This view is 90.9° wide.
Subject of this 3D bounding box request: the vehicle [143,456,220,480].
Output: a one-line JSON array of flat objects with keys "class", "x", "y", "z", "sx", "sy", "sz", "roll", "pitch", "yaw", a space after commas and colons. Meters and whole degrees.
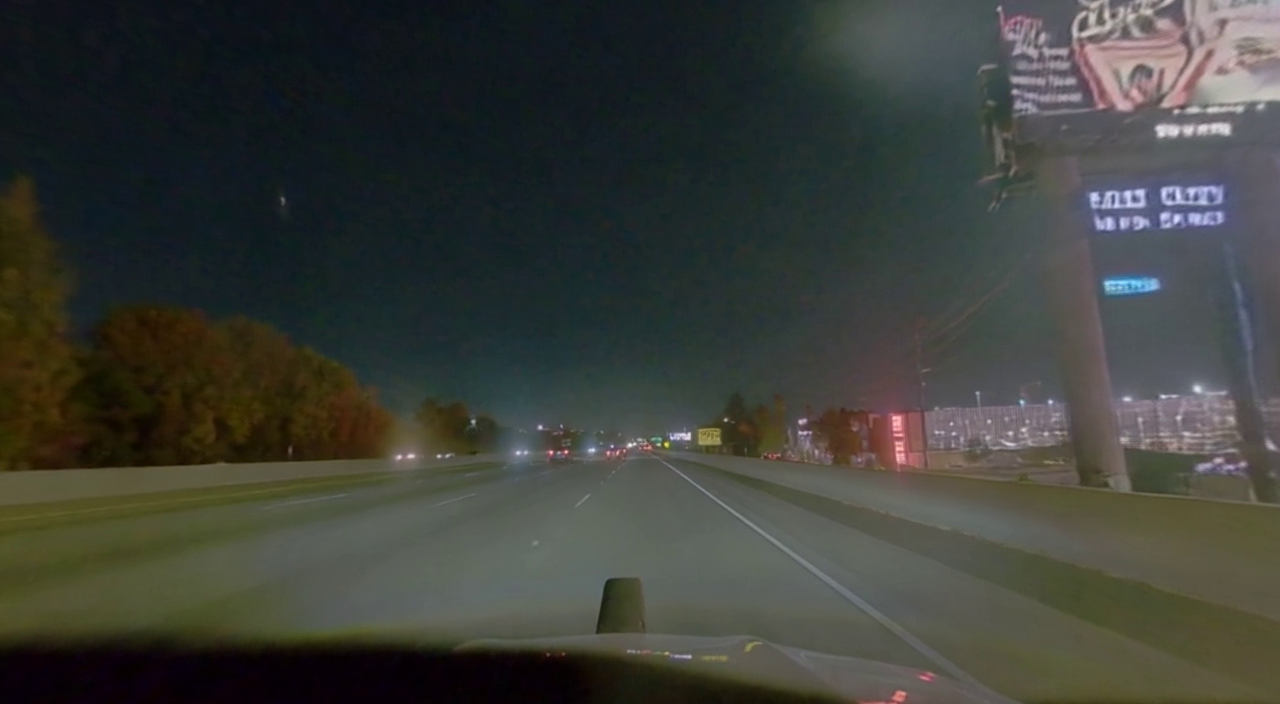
[{"class": "vehicle", "x": -31.109, "y": 7.847, "z": 42.948, "sx": 1.847, "sy": 1.448, "sz": 4.430, "roll": 0, "pitch": -8, "yaw": 1}]
